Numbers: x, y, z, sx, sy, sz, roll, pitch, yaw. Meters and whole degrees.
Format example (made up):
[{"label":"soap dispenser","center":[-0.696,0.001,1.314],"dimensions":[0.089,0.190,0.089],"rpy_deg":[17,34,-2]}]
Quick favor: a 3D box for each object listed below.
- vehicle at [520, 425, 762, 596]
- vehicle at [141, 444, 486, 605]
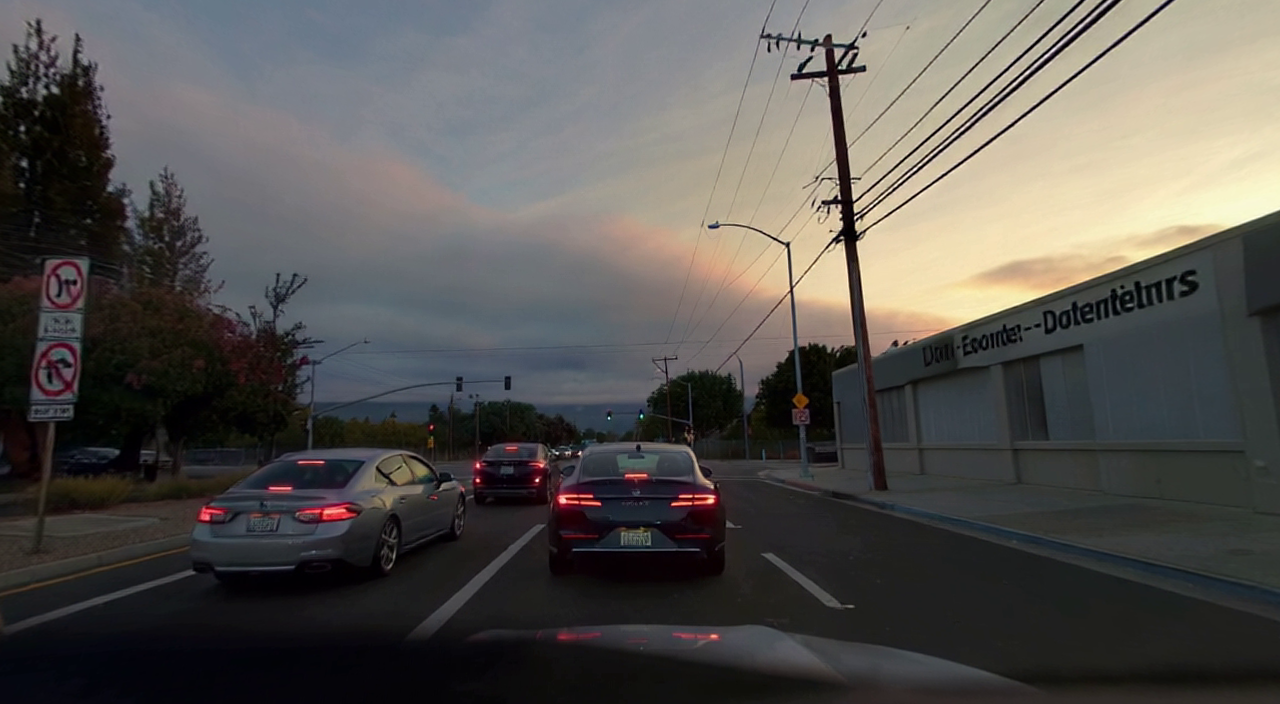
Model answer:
[{"label":"vehicle","center":[-0.001,1.684,7.530],"dimensions":[2.101,1.469,3.955],"rpy_deg":[0,-9,0]},{"label":"vehicle","center":[-3.226,1.741,7.317],"dimensions":[1.765,1.319,4.013],"rpy_deg":[0,-9,2]}]
